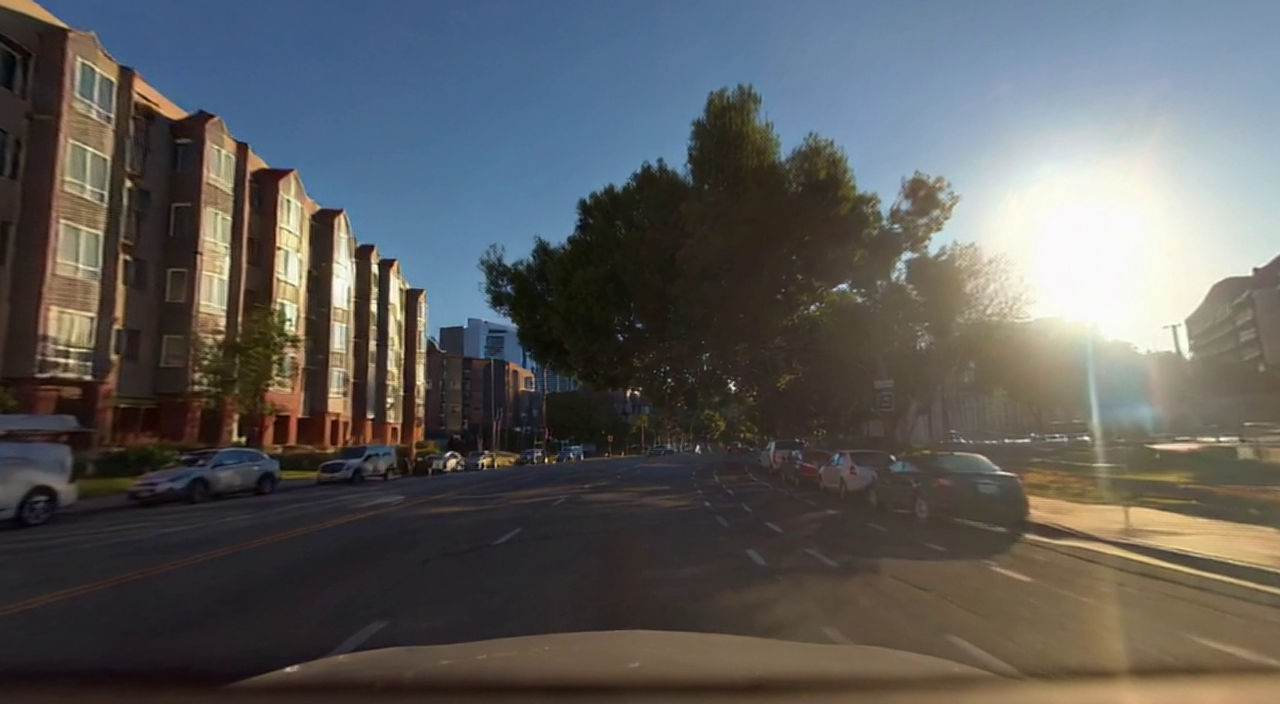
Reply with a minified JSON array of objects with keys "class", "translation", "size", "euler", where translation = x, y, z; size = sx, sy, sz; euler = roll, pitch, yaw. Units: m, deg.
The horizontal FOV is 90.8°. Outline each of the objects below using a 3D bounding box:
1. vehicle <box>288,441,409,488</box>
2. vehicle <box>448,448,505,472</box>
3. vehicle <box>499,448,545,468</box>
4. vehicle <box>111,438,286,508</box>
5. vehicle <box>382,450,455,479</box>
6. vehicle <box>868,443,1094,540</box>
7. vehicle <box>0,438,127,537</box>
[{"class":"vehicle","translation":[-12.663,4.912,28.005],"size":[2.137,1.835,5.833],"euler":[-1,-9,5]},{"class":"vehicle","translation":[-10.755,7.129,41.868],"size":[1.873,1.467,4.644],"euler":[-1,-9,9]},{"class":"vehicle","translation":[-9.256,8.344,49.948],"size":[1.876,1.465,4.681],"euler":[-2,-9,12]},{"class":"vehicle","translation":[-13.031,3.582,19.114],"size":[2.001,1.836,4.471],"euler":[0,-9,0]},{"class":"vehicle","translation":[-11.898,6.051,34.334],"size":[1.829,1.449,4.713],"euler":[-1,-9,6]},{"class":"vehicle","translation":[6.132,2.535,12.162],"size":[1.947,1.487,4.549],"euler":[0,-9,2]},{"class":"vehicle","translation":[-12.928,2.474,11.510],"size":[2.290,1.799,5.801],"euler":[0,-9,-1]}]
